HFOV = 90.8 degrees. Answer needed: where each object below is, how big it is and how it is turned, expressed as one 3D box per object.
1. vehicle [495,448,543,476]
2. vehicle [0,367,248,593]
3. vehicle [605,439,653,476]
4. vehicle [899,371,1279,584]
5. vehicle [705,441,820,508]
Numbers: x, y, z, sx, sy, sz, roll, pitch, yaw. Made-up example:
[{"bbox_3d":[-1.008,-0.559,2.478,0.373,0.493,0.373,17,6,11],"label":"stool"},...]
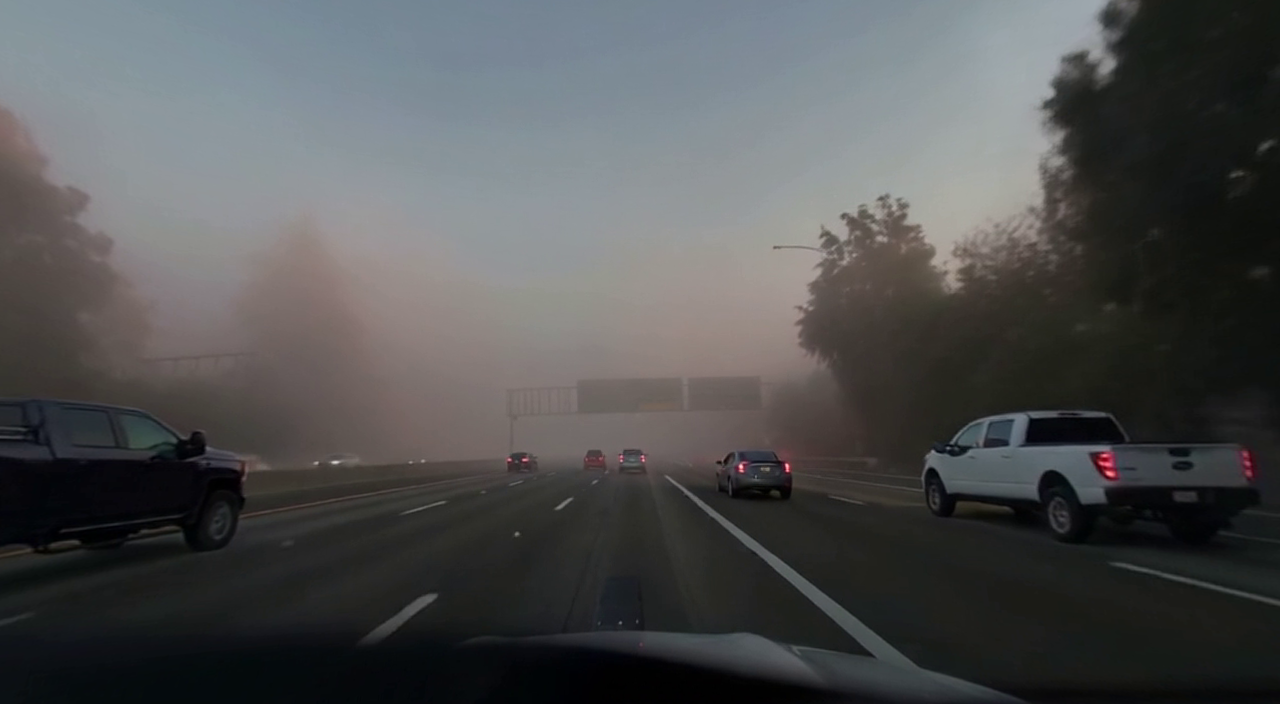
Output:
[{"bbox_3d":[-6.992,6.406,36.986,1.920,1.482,4.385,-1,-9,0],"label":"vehicle"},{"bbox_3d":[-6.998,1.234,6.154,2.444,2.012,6.122,-1,-9,0],"label":"vehicle"},{"bbox_3d":[-0.575,5.572,33.489,2.323,1.805,4.729,0,-9,-1],"label":"vehicle"},{"bbox_3d":[6.250,1.580,8.776,2.635,1.919,5.907,0,-9,-2],"label":"vehicle"},{"bbox_3d":[2.994,3.092,16.411,2.011,1.462,4.286,0,-9,-1],"label":"vehicle"}]
